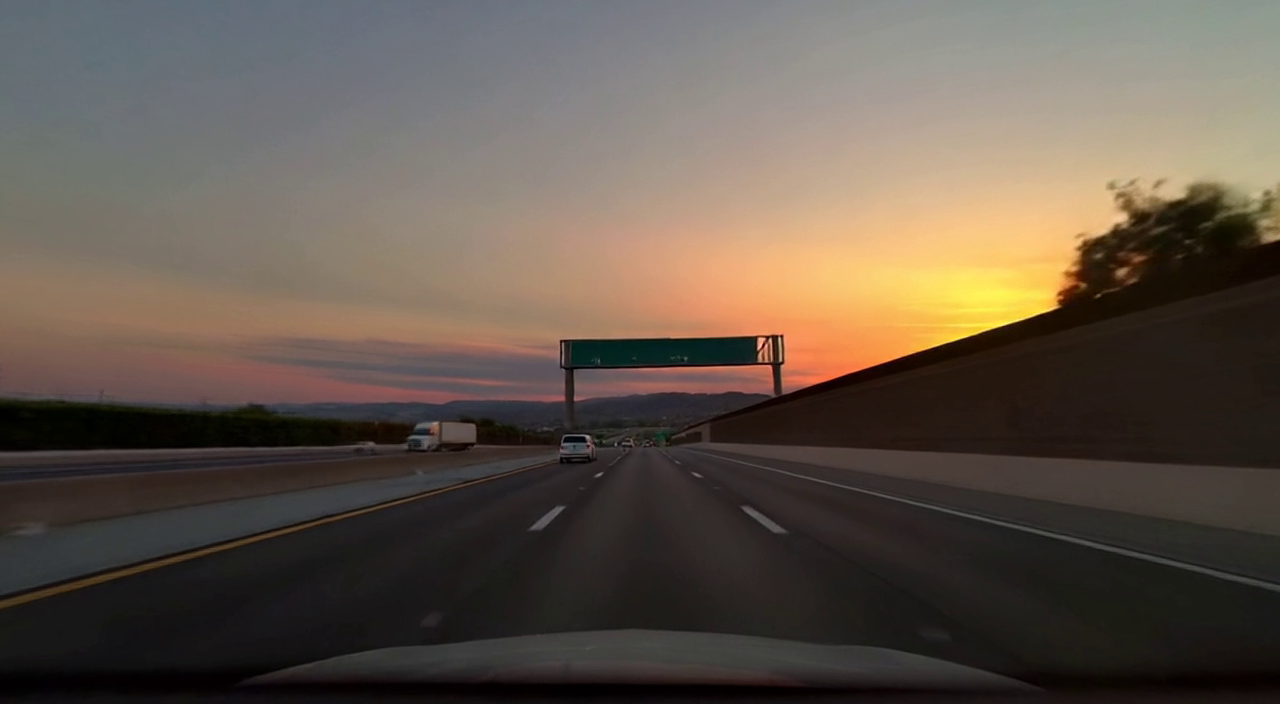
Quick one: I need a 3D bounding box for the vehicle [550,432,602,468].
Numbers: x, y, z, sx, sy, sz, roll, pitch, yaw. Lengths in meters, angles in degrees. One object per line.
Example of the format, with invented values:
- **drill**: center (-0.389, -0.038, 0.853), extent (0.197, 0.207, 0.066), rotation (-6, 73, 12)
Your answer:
- **vehicle**: center (-3.206, 5.042, 32.666), extent (2.189, 1.707, 4.692), rotation (0, -8, 0)
